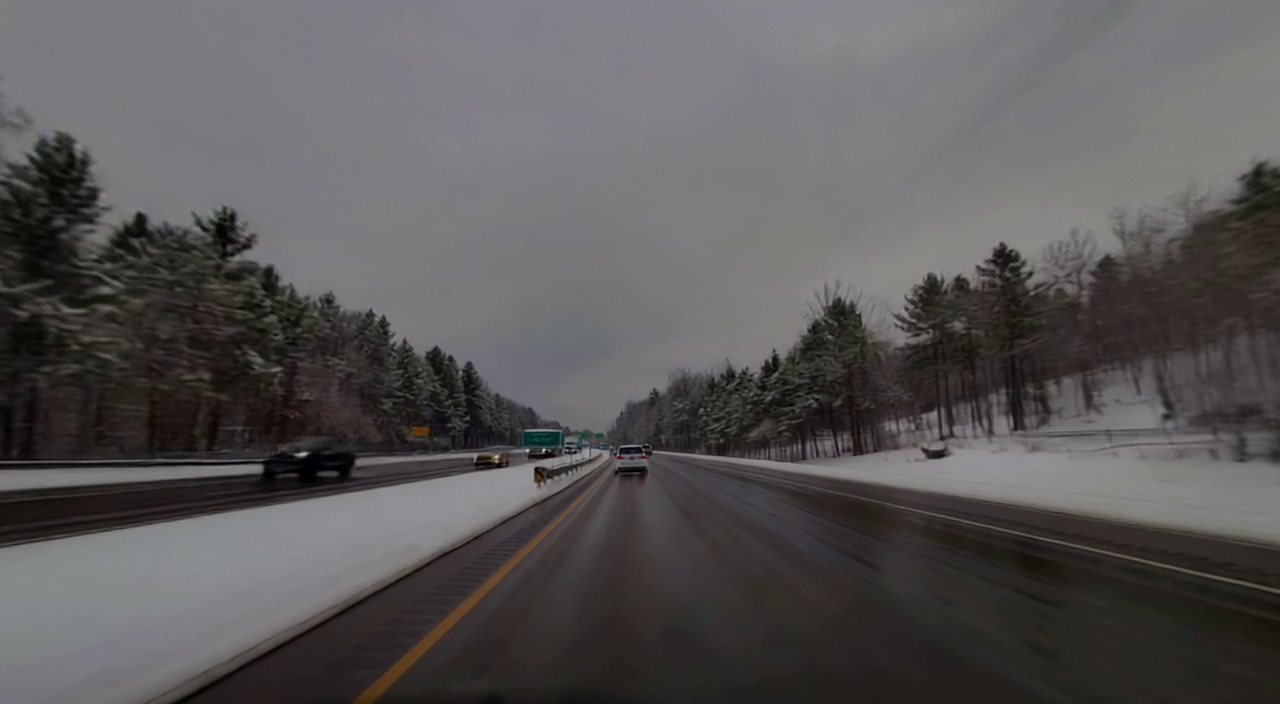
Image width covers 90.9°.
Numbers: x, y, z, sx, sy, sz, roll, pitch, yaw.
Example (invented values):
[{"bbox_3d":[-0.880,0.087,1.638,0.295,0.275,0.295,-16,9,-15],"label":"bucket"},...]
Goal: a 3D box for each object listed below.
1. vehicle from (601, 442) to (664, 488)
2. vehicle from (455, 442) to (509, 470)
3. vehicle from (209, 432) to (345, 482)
[{"bbox_3d":[-0.281,4.144,23.410,2.114,1.523,4.012,0,-9,-1],"label":"vehicle"},{"bbox_3d":[-8.691,5.752,35.049,1.904,1.471,4.317,0,-9,0],"label":"vehicle"},{"bbox_3d":[-12.978,3.792,22.964,2.255,1.646,4.543,0,-9,0],"label":"vehicle"}]
